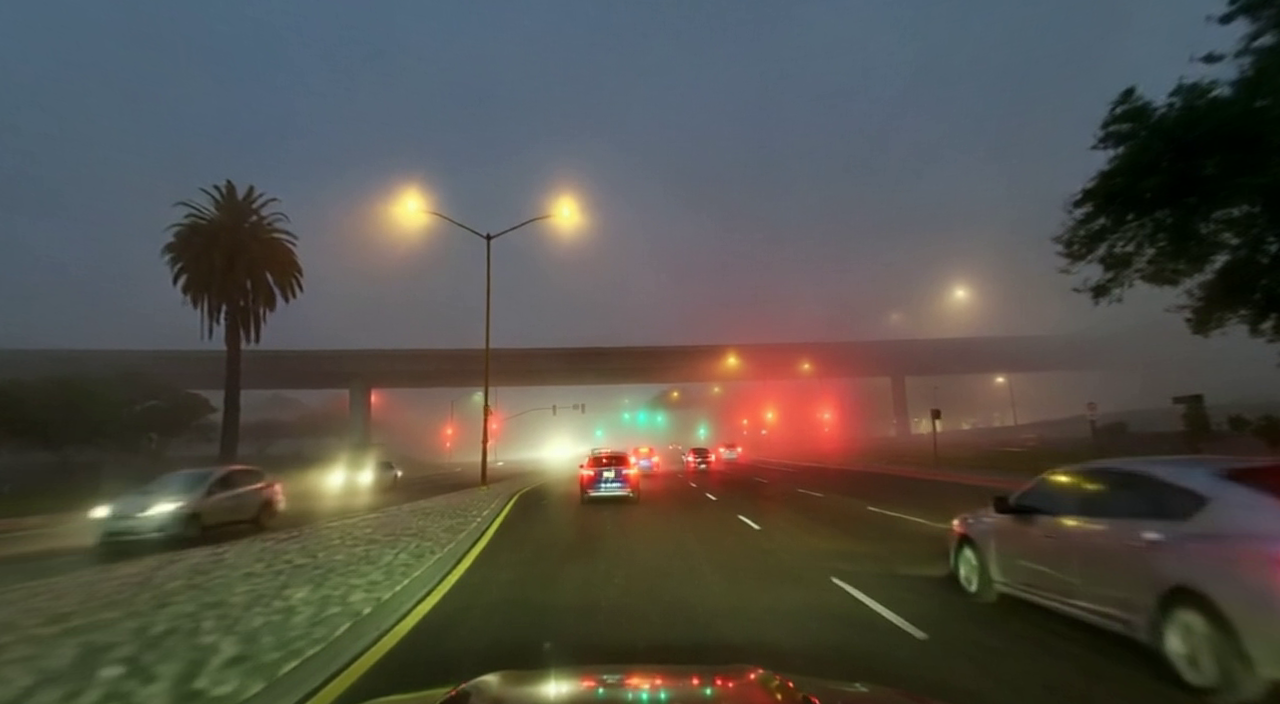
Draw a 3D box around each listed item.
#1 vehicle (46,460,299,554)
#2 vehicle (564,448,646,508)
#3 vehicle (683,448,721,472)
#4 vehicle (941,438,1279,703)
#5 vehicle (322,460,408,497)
[{"bbox_3d":[-9.469,3.123,13.350,1.937,1.521,4.523,0,-9,-1],"label":"vehicle"},{"bbox_3d":[-0.988,3.560,18.264,2.111,1.506,4.018,0,-9,-3],"label":"vehicle"},{"bbox_3d":[4.089,7.189,42.067,2.119,1.509,4.495,0,-9,0],"label":"vehicle"},{"bbox_3d":[4.152,1.318,4.291,2.156,1.404,4.120,0,-9,1],"label":"vehicle"},{"bbox_3d":[-12.986,5.980,30.015,1.963,1.518,4.822,0,-9,-1],"label":"vehicle"}]
